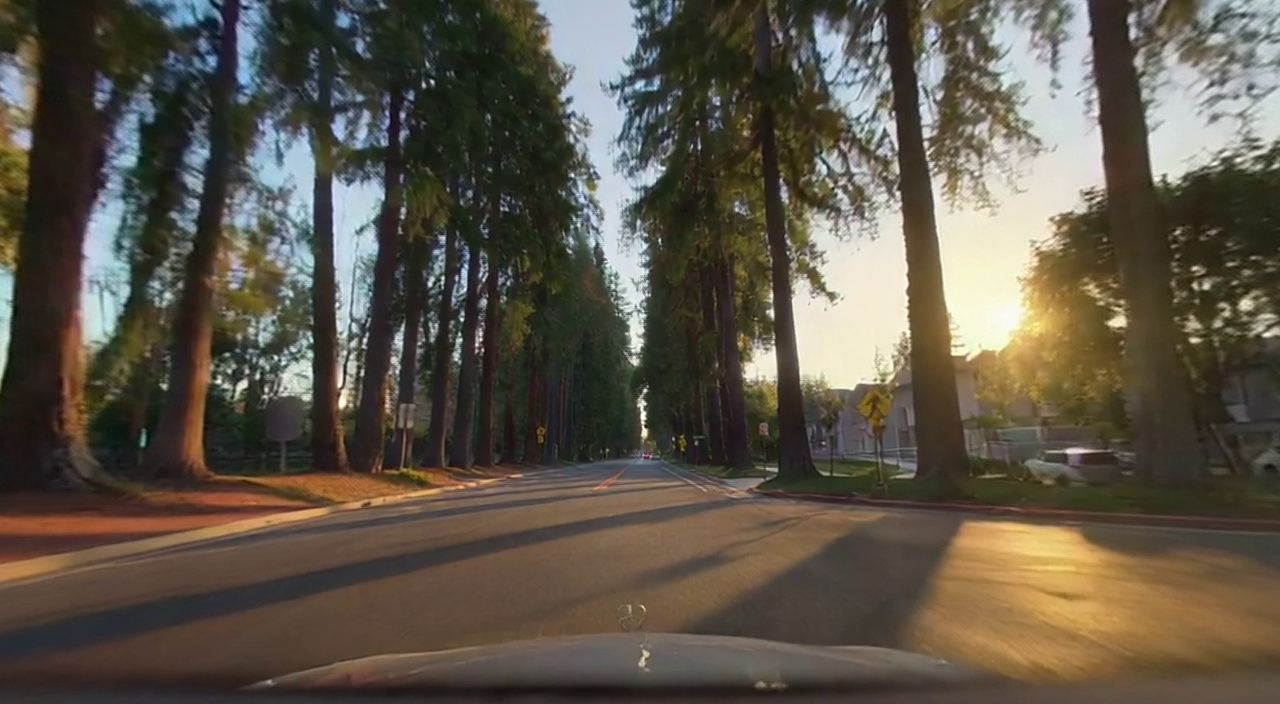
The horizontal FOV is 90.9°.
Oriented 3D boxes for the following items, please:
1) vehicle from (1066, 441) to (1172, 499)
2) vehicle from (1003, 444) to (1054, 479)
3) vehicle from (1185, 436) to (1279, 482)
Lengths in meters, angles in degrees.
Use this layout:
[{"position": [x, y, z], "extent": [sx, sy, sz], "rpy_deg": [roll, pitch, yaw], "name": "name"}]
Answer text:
[{"position": [14.873, 3.617, 19.861], "extent": [2.063, 1.588, 4.759], "rpy_deg": [-6, -10, 31], "name": "vehicle"}, {"position": [20.129, 5.628, 32.602], "extent": [1.958, 1.644, 4.527], "rpy_deg": [-6, -10, 32], "name": "vehicle"}, {"position": [27.096, 4.846, 28.914], "extent": [2.055, 1.899, 4.487], "rpy_deg": [-6, -10, 28], "name": "vehicle"}]
